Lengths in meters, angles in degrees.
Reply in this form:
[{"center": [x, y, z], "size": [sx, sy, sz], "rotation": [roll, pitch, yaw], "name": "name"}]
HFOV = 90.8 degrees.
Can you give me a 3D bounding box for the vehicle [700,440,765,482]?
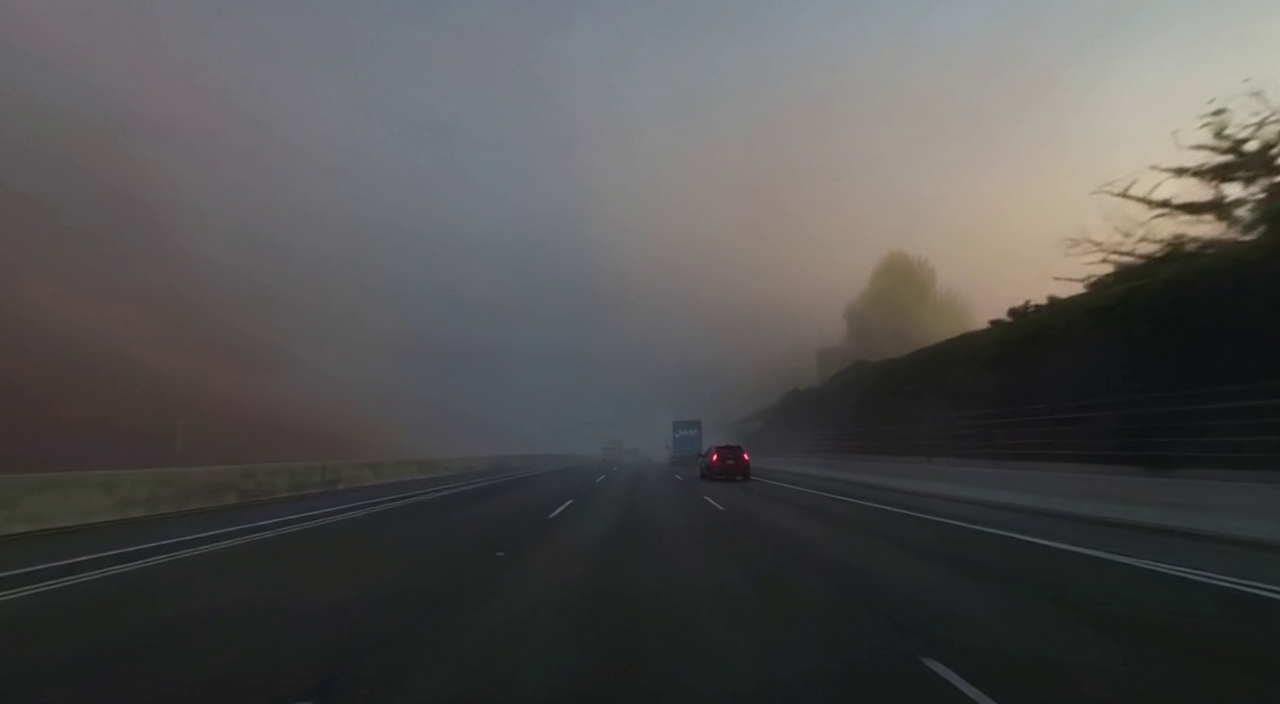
[{"center": [3.919, 4.696, 27.392], "size": [2.066, 1.638, 4.158], "rotation": [0, -9, -2], "name": "vehicle"}]
